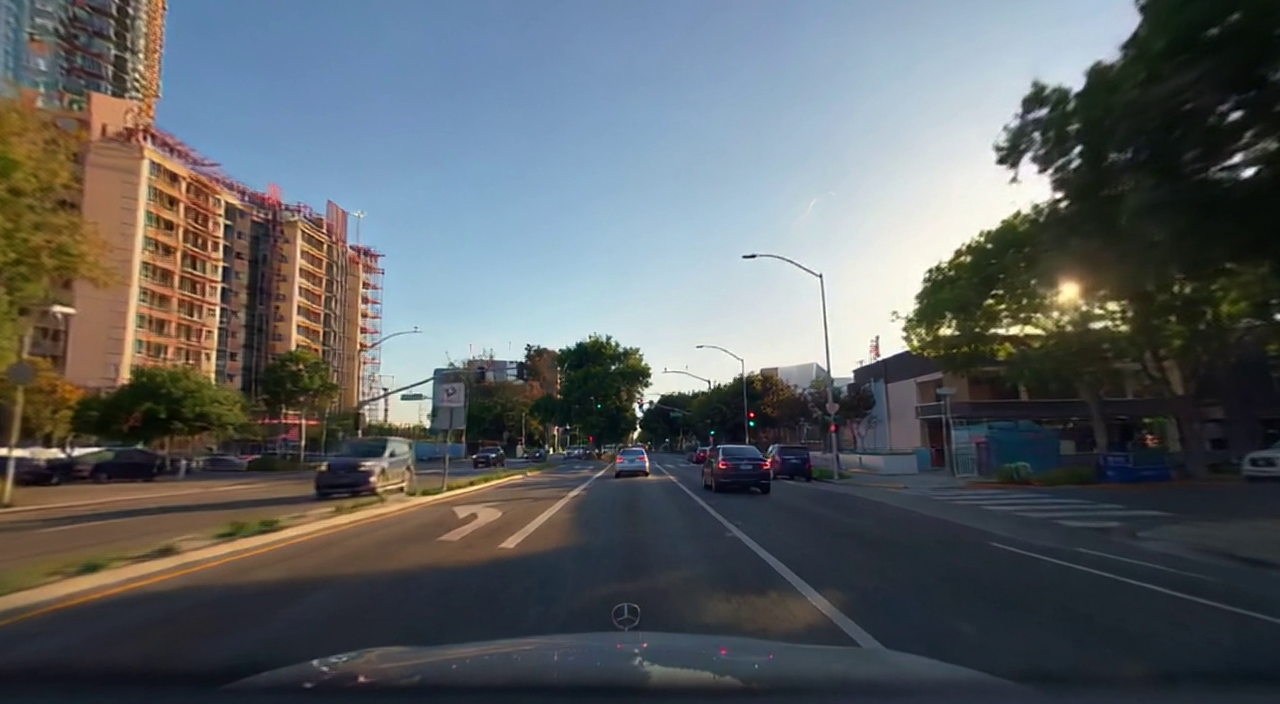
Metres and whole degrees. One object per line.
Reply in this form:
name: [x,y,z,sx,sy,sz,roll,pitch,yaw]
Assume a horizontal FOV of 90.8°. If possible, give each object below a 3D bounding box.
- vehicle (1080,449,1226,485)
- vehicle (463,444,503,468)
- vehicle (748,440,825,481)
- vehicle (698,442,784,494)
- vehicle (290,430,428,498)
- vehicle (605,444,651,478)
vehicle: [19.068,4.277,23.620,3.839,1.281,1.836,0,-9,0]
vehicle: [-12.138,8.070,49.162,1.975,1.714,4.638,0,-9,0]
vehicle: [7.165,5.360,31.552,2.317,1.852,5.530,0,-9,-2]
vehicle: [3.067,3.609,20.024,1.910,1.474,4.003,0,-9,-2]
vehicle: [-8.525,3.446,19.759,2.111,1.832,4.778,0,-9,0]
vehicle: [-0.566,5.088,29.783,2.006,1.487,3.535,0,-9,-1]
